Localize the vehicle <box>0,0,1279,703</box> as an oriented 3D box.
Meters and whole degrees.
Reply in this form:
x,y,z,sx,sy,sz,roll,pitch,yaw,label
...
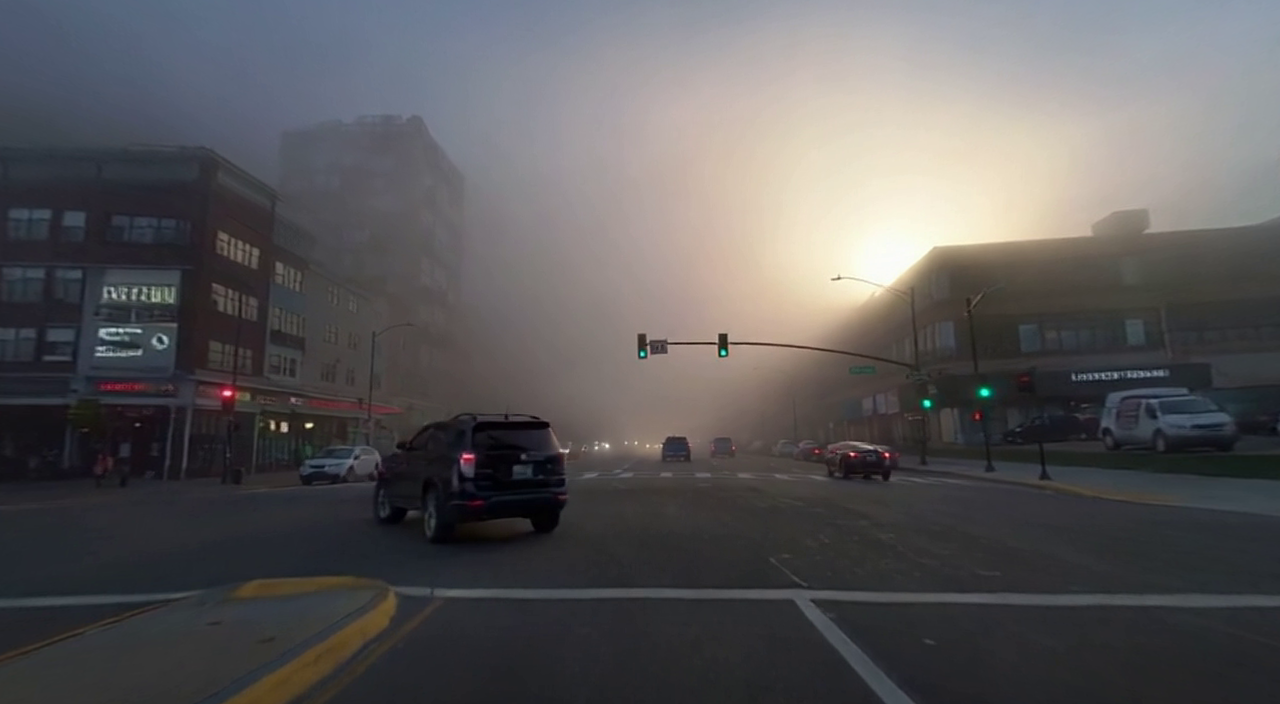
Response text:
x,y,z,sx,sy,sz,roll,pitch,yaw,label
-0.505,0.620,1.669,2.242,1.812,4.993,-3,-9,-1,vehicle
